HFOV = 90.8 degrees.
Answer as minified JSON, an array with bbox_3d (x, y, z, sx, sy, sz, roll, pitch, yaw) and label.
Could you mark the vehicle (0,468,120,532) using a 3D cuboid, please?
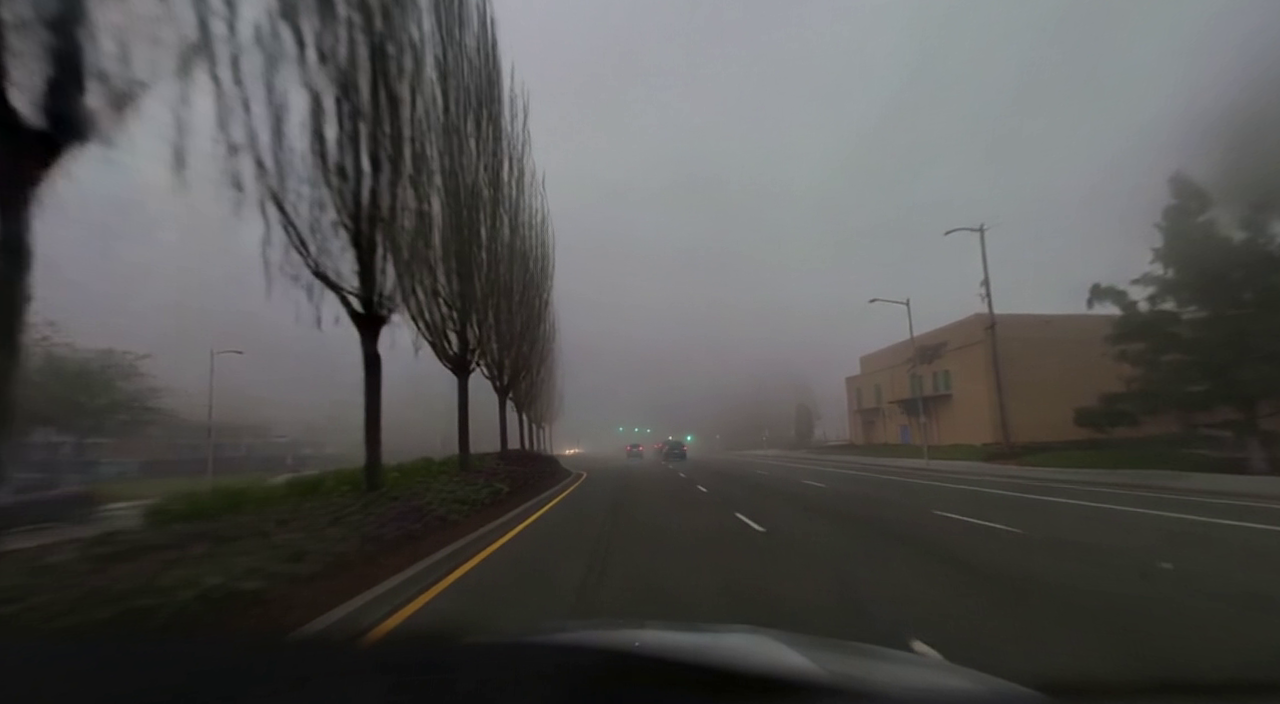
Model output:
[{"bbox_3d":[-17.588,4.108,17.733,1.914,1.524,4.768,0,-8,0],"label":"vehicle"}]
